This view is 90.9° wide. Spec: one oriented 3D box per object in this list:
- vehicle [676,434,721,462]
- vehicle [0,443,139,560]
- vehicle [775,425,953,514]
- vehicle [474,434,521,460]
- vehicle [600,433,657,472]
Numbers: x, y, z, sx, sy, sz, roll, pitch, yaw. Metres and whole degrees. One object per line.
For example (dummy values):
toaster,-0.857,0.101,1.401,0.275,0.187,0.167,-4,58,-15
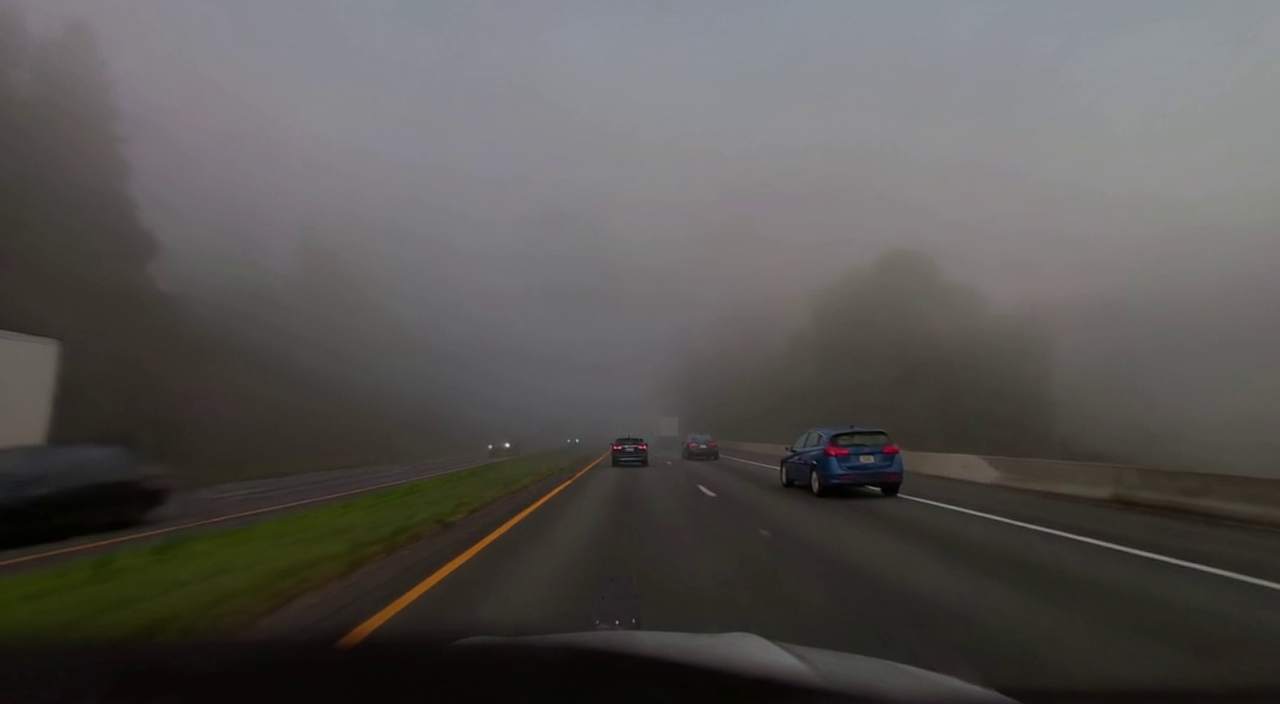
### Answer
vehicle,3.246,5.394,35.762,2.004,1.469,4.472,0,-8,-2
vehicle,-9.128,1.928,8.104,1.982,1.455,4.161,0,-8,-1
vehicle,4.341,2.319,13.064,2.066,1.526,4.216,0,-8,-1
vehicle,-9.364,6.278,41.791,2.076,1.592,4.477,0,-8,0
vehicle,-0.476,4.048,25.709,2.143,1.466,3.693,0,-8,-2
